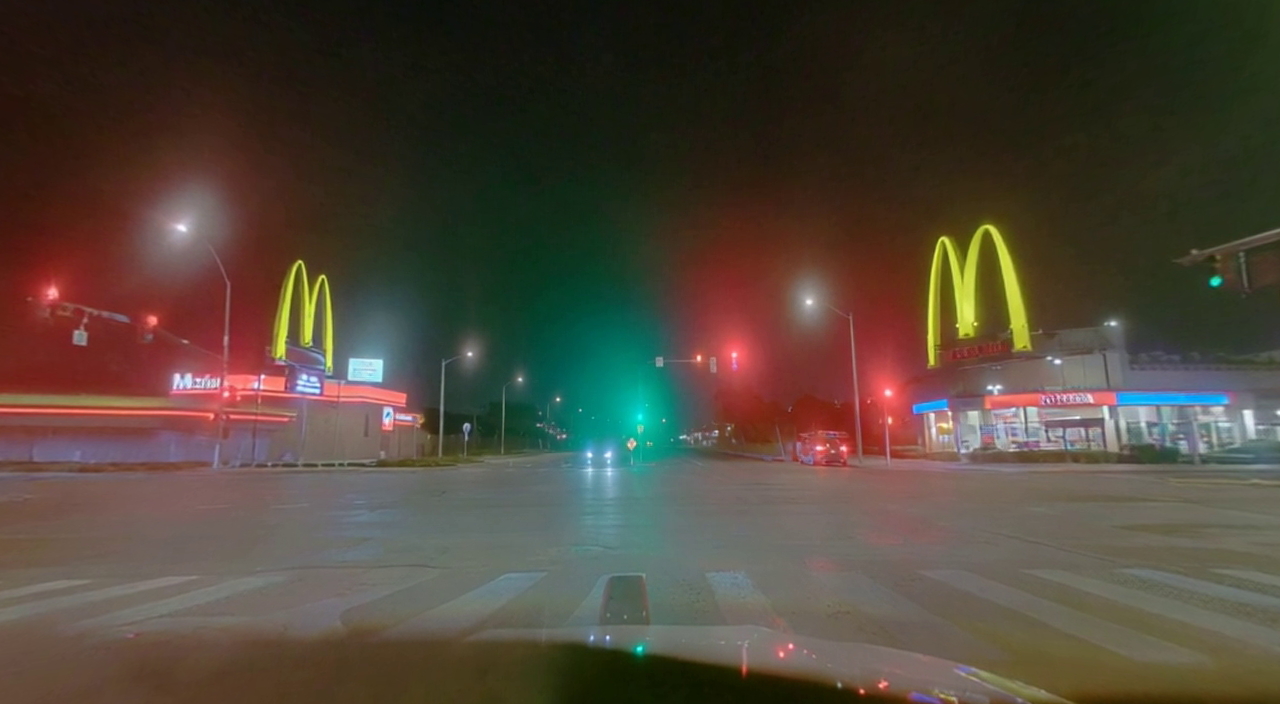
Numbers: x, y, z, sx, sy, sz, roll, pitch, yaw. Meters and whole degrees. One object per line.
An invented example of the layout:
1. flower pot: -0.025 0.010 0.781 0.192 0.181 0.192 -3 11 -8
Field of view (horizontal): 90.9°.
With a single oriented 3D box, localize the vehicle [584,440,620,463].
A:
1. vehicle: -2.518 6.702 42.758 2.104 1.468 4.195 0 -8 1
